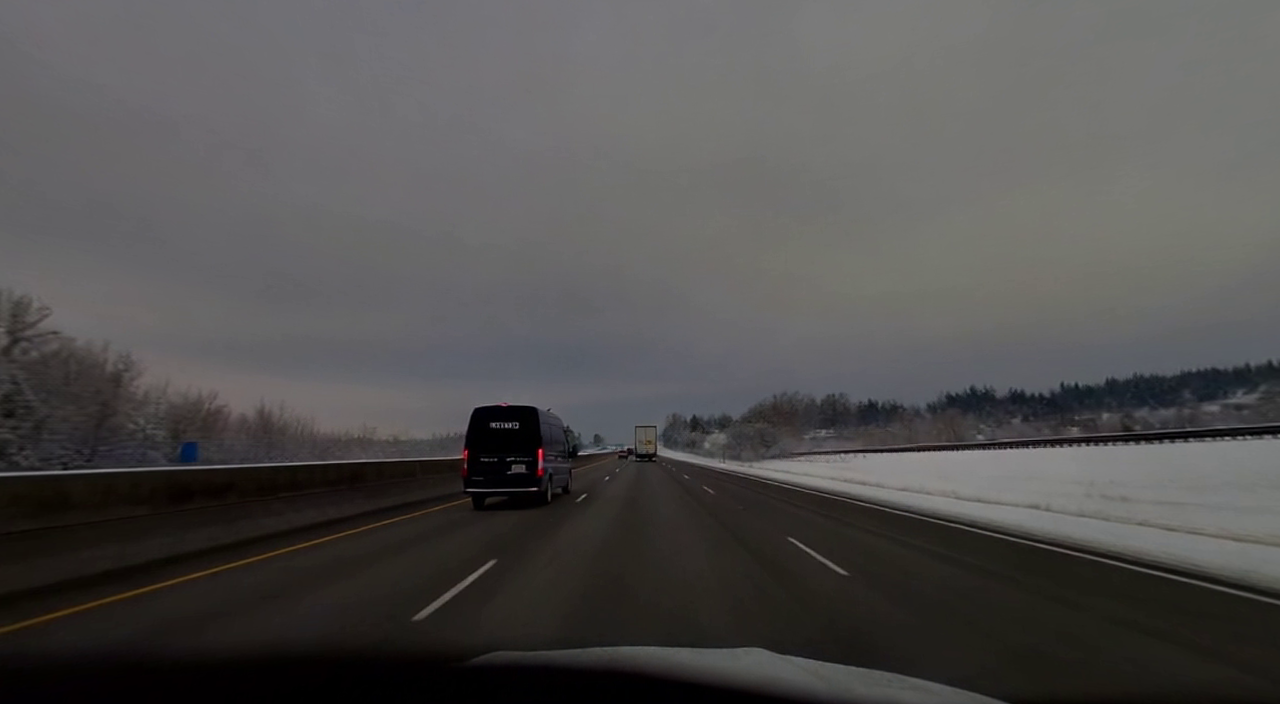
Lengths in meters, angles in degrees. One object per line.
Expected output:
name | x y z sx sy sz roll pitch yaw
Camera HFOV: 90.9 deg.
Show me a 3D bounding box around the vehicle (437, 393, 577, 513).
vehicle | -3.293 2.755 17.523 2.320 2.636 7.021 0 -9 0
